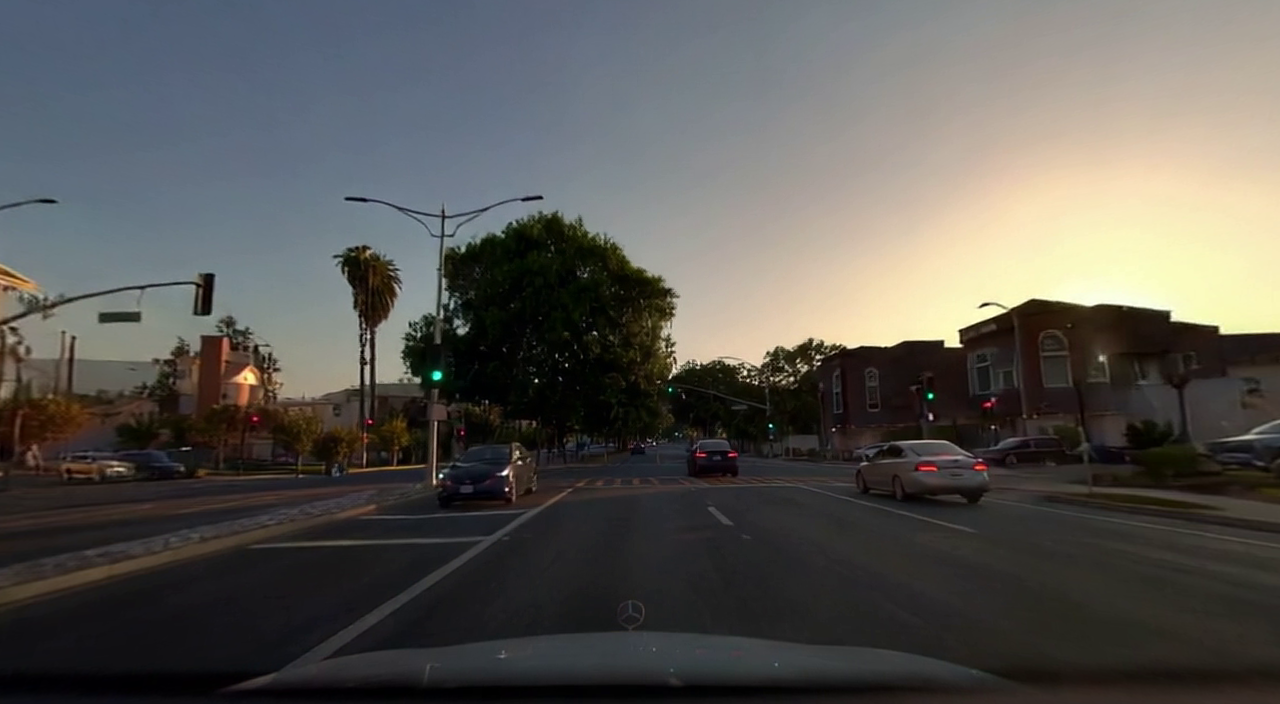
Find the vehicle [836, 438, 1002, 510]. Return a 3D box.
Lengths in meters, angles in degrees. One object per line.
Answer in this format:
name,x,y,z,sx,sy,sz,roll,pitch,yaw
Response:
vehicle,6.447,2.848,15.246,1.890,1.471,4.566,0,-9,0

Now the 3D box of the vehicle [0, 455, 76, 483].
vehicle,-34.266,6.470,34.892,4.268,1.476,1.802,0,-9,-1

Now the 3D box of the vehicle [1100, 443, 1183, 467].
vehicle,33.085,6.783,41.648,3.822,1.501,1.908,0,-8,-2

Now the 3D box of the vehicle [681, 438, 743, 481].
vehicle,2.914,4.479,26.504,2.009,1.639,4.267,0,-9,-1

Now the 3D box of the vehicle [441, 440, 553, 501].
vehicle,-3.840,3.261,17.787,2.037,1.472,4.152,0,-9,2

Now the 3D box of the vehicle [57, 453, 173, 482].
vehicle,-28.844,6.354,34.742,4.579,1.504,1.942,0,-9,-1
